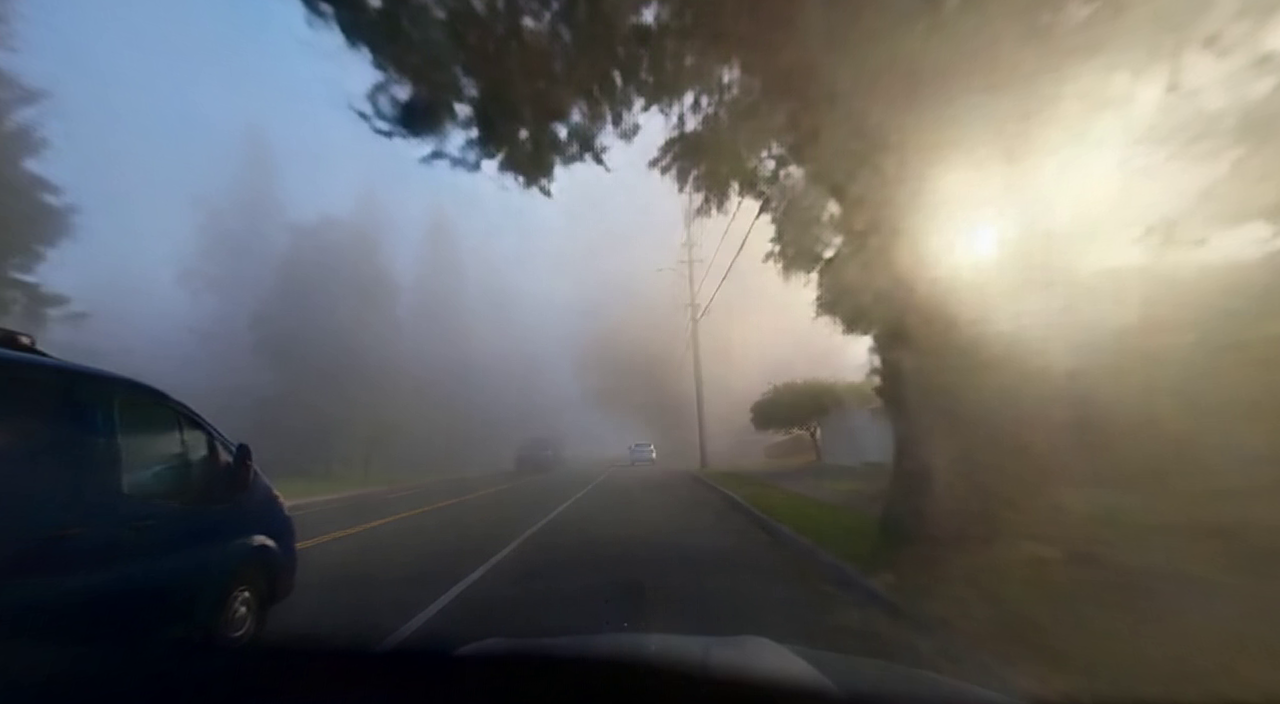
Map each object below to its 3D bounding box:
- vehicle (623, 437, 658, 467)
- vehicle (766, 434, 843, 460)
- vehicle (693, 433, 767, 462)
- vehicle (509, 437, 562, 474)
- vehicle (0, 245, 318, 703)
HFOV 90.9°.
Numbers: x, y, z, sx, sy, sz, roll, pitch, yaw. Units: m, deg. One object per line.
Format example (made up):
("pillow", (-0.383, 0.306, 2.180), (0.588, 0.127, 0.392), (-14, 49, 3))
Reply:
("vehicle", (0.051, 6.237, 39.439), (2.120, 1.718, 3.909), (0, -8, 0))
("vehicle", (10.343, 6.014, 39.902), (4.295, 1.505, 1.918), (-1, -8, 1))
("vehicle", (6.731, 7.121, 46.902), (5.012, 1.711, 2.457), (-6, -8, 15))
("vehicle", (-6.507, 6.519, 40.091), (2.333, 2.165, 5.436), (0, -8, 1))
("vehicle", (-3.653, 0.575, 1.761), (2.336, 2.152, 5.866), (0, -8, 1))
